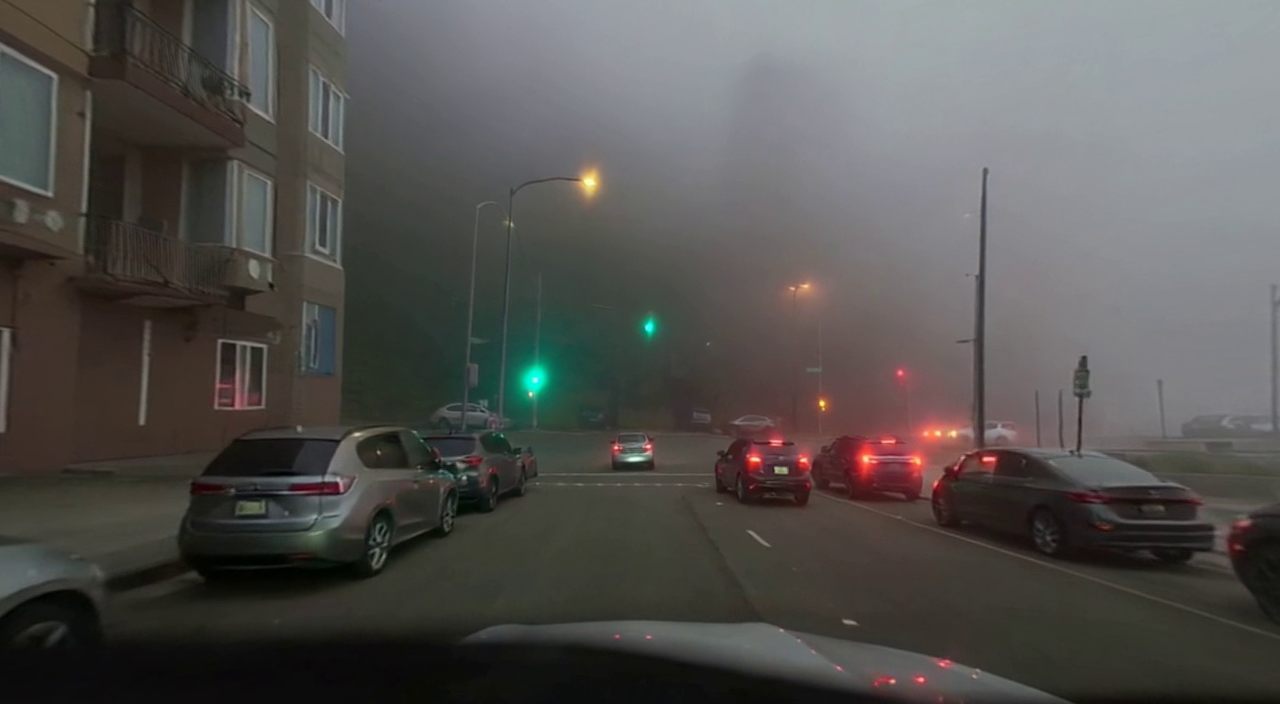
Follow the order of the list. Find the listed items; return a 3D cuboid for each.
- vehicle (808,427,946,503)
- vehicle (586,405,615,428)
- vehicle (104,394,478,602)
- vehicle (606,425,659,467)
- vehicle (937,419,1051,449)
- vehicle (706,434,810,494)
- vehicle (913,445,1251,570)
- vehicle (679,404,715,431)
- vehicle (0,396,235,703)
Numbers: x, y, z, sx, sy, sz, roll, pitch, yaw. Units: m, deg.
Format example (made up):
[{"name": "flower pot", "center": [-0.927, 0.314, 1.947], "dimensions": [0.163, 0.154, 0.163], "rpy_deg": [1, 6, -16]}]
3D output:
[{"name": "vehicle", "center": [6.137, 2.971, 17.022], "dimensions": [1.999, 1.752, 4.502], "rpy_deg": [0, -8, 1]}, {"name": "vehicle", "center": [-2.817, 4.679, 45.492], "dimensions": [1.878, 1.521, 3.697], "rpy_deg": [0, -8, -1]}, {"name": "vehicle", "center": [-3.457, 1.529, 7.478], "dimensions": [1.922, 1.704, 4.398], "rpy_deg": [0, -8, 0]}, {"name": "vehicle", "center": [-0.242, 3.656, 24.560], "dimensions": [1.923, 1.460, 3.923], "rpy_deg": [0, -8, 1]}, {"name": "vehicle", "center": [18.435, 4.310, 32.981], "dimensions": [4.738, 1.537, 1.960], "rpy_deg": [0, -8, 2]}, {"name": "vehicle", "center": [3.149, 3.099, 17.826], "dimensions": [2.055, 1.450, 4.676], "rpy_deg": [0, -8, 0]}, {"name": "vehicle", "center": [6.154, 2.157, 9.656], "dimensions": [1.962, 1.438, 4.440], "rpy_deg": [0, -8, 0]}, {"name": "vehicle", "center": [3.788, 4.452, 42.312], "dimensions": [2.093, 1.655, 4.327], "rpy_deg": [0, -8, 1]}, {"name": "vehicle", "center": [-3.542, 0.809, 1.711], "dimensions": [1.869, 1.491, 4.458], "rpy_deg": [0, -8, 1]}]
